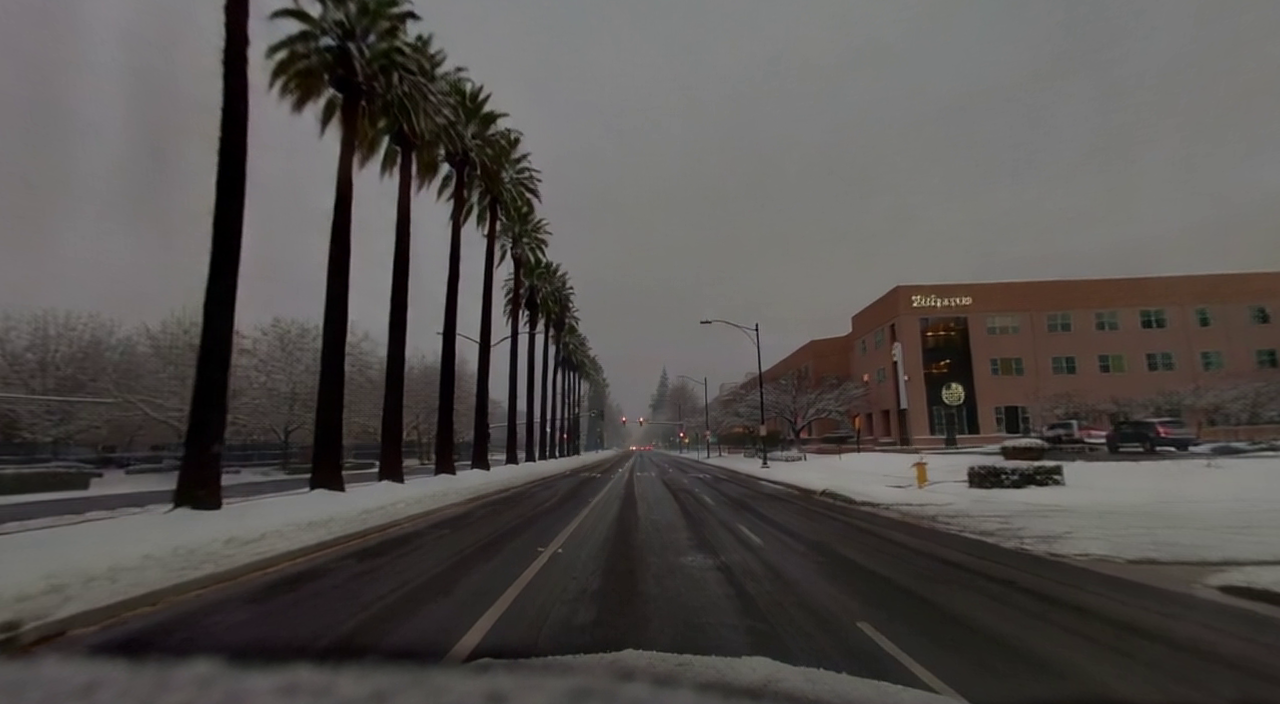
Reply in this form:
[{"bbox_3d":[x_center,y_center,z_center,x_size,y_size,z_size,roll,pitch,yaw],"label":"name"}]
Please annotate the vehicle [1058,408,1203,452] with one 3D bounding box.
[{"bbox_3d":[22.431,3.675,29.167,2.222,1.818,5.099,1,-9,-7],"label":"vehicle"}]
